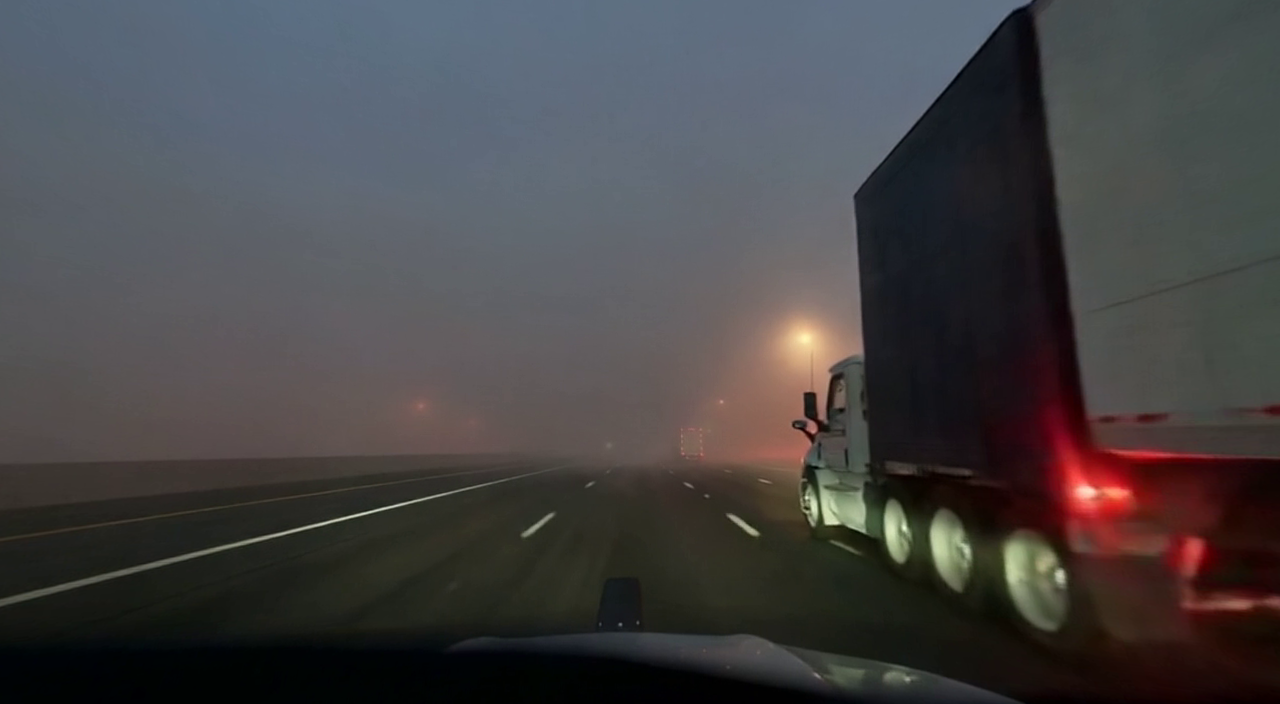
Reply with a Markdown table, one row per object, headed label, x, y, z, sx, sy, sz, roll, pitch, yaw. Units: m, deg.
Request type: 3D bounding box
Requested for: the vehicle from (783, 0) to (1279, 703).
| label | x | y | z | sx | sy | sz | roll | pitch | yaw |
| --- | --- | --- | --- | --- | --- | --- | --- | --- | --- |
| vehicle | 3.562 | 0.114 | 5.186 | 2.998 | 3.820 | 8.356 | 0 | -9 | 2 |
